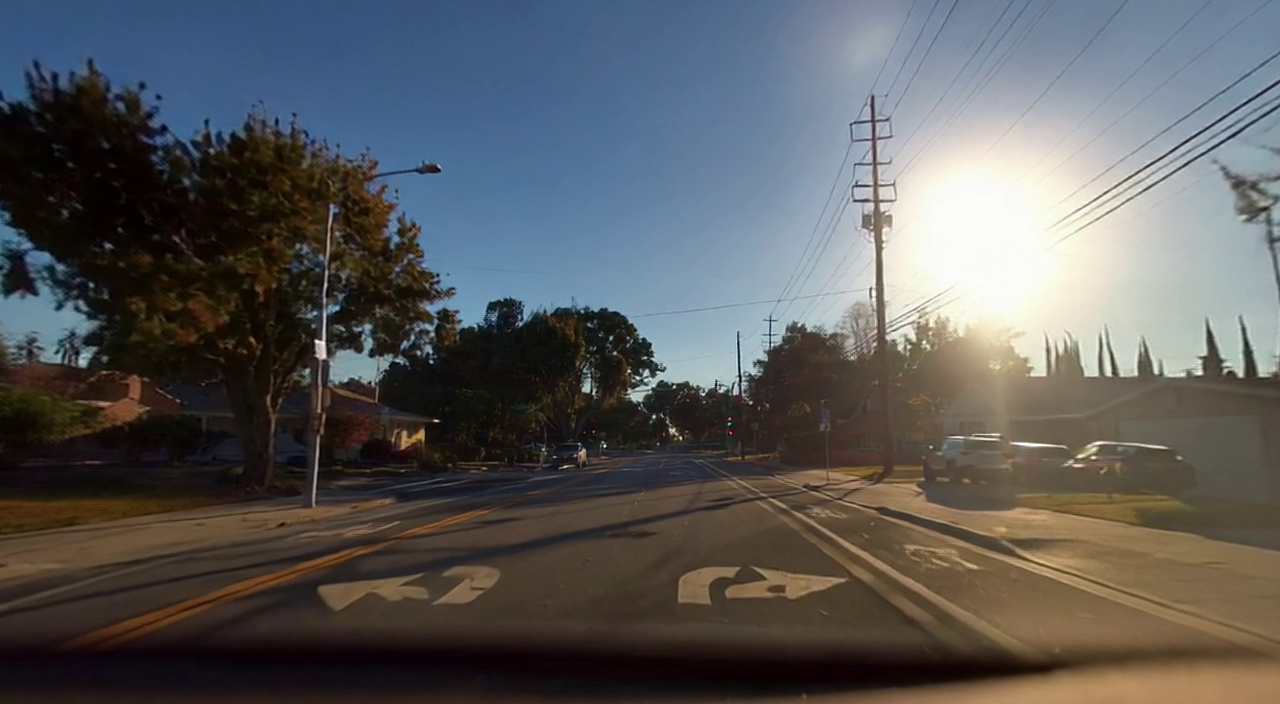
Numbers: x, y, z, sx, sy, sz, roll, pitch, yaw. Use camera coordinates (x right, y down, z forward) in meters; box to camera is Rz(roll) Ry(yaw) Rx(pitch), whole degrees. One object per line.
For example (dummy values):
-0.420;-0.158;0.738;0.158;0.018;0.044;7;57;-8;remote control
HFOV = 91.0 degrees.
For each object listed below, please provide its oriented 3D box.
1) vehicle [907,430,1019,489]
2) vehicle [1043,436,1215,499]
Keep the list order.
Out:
11.909;3.991;23.637;1.912;1.953;4.651;0;-9;3;vehicle
15.006;3.534;19.741;1.935;1.683;4.669;0;-9;5;vehicle
